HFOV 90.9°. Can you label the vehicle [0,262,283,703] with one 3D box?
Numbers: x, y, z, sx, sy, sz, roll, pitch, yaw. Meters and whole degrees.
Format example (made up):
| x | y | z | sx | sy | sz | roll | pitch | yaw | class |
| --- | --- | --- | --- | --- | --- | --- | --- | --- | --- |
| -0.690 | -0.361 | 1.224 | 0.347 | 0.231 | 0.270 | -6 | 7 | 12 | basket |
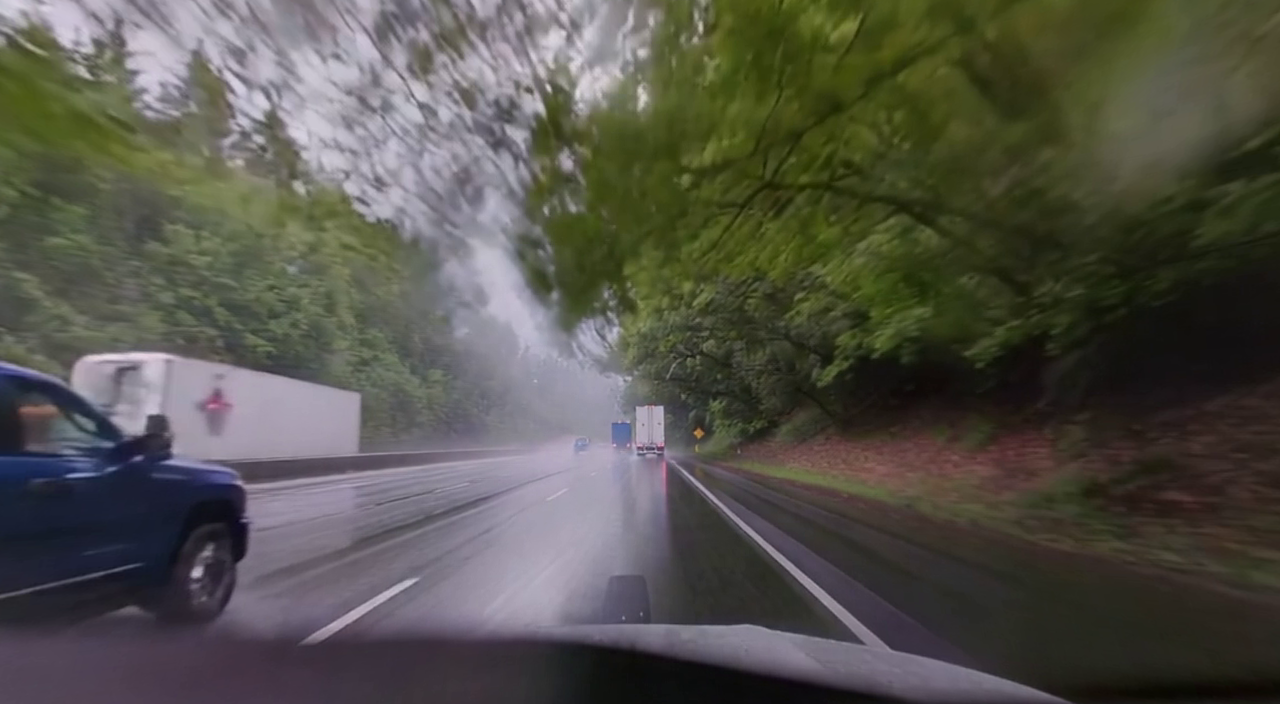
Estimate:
| x | y | z | sx | sy | sz | roll | pitch | yaw | class |
| --- | --- | --- | --- | --- | --- | --- | --- | --- | --- |
| -4.119 | 0.538 | 1.739 | 2.651 | 2.126 | 5.936 | 0 | -8 | 1 | vehicle |
